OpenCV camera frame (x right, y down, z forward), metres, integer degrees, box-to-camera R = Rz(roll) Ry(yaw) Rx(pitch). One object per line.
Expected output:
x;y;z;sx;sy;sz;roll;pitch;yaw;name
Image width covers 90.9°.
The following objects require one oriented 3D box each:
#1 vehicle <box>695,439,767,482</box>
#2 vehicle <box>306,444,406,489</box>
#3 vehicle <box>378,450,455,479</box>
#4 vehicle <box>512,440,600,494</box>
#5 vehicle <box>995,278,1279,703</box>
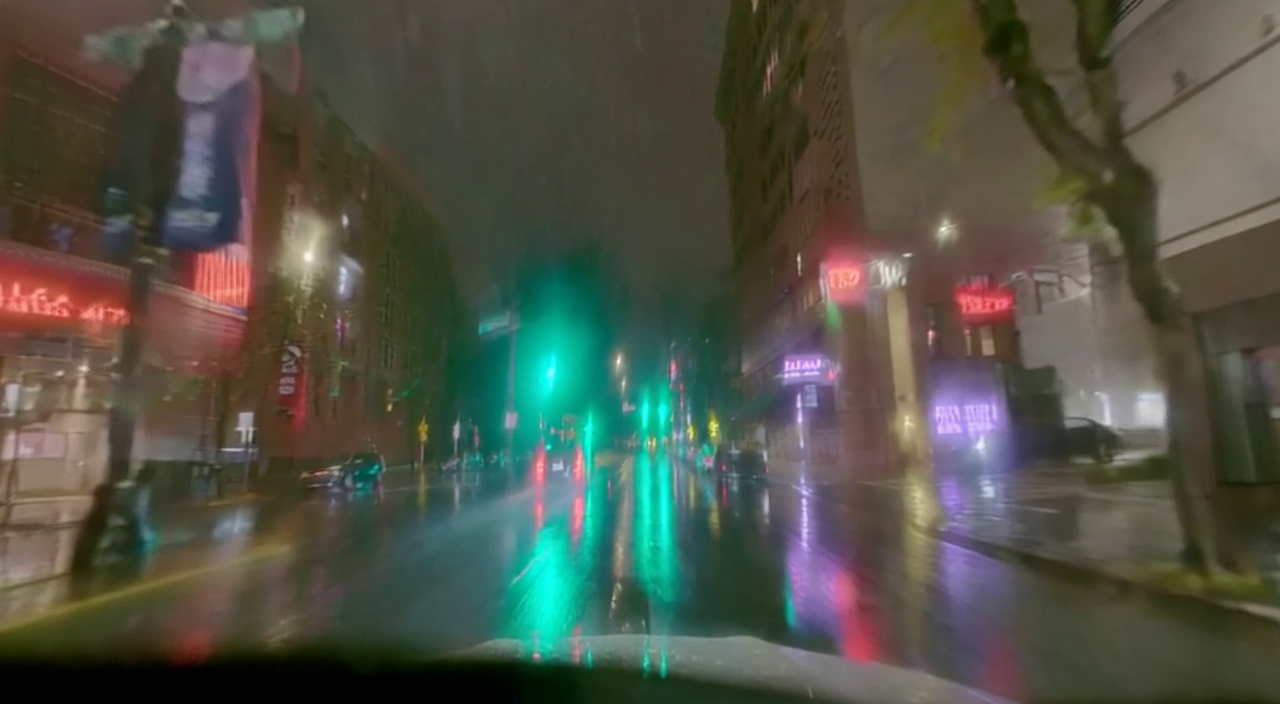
3.346;4.100;24.137;1.950;1.462;4.807;0;-8;-1;vehicle
-12.316;4.850;27.199;4.737;1.741;2.092;-8;-11;41;vehicle
-12.381;6.143;34.802;4.305;1.463;2.020;-7;-11;39;vehicle
-2.421;3.444;19.350;2.030;1.436;4.388;0;-8;1;vehicle
3.125;0.488;0.723;2.286;1.777;5.366;0;-8;0;vehicle
